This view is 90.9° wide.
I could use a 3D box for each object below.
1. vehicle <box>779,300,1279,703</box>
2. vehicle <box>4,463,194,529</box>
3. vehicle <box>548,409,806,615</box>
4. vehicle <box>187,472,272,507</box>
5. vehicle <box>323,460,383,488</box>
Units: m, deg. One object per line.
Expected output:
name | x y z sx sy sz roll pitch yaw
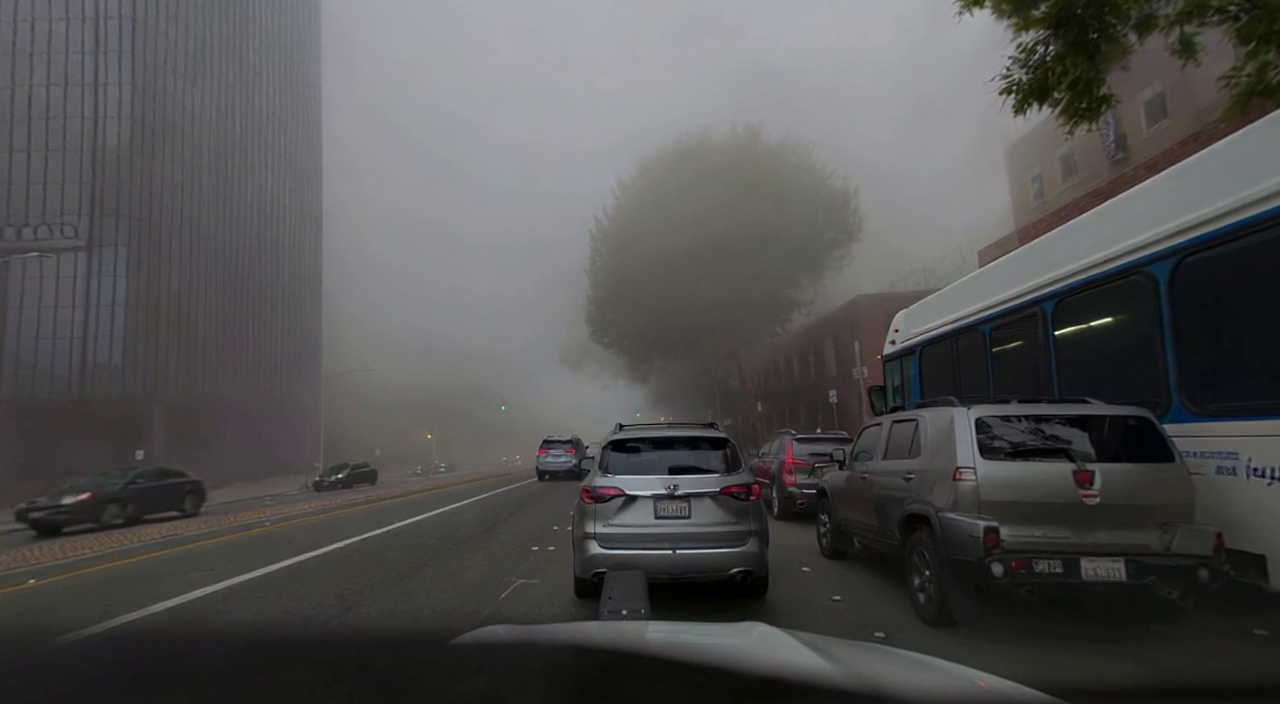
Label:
vehicle | 2.741 1.062 4.918 2.117 1.855 4.794 0 -9 -1
vehicle | -16.298 4.315 19.369 2.105 1.676 4.099 0 -9 1
vehicle | 0.234 1.540 6.869 2.045 1.608 3.573 0 -9 -2
vehicle | -22.648 7.570 35.006 1.854 1.419 4.318 -7 -8 0
vehicle | -19.331 8.209 42.689 2.068 1.729 4.135 0 -9 0
